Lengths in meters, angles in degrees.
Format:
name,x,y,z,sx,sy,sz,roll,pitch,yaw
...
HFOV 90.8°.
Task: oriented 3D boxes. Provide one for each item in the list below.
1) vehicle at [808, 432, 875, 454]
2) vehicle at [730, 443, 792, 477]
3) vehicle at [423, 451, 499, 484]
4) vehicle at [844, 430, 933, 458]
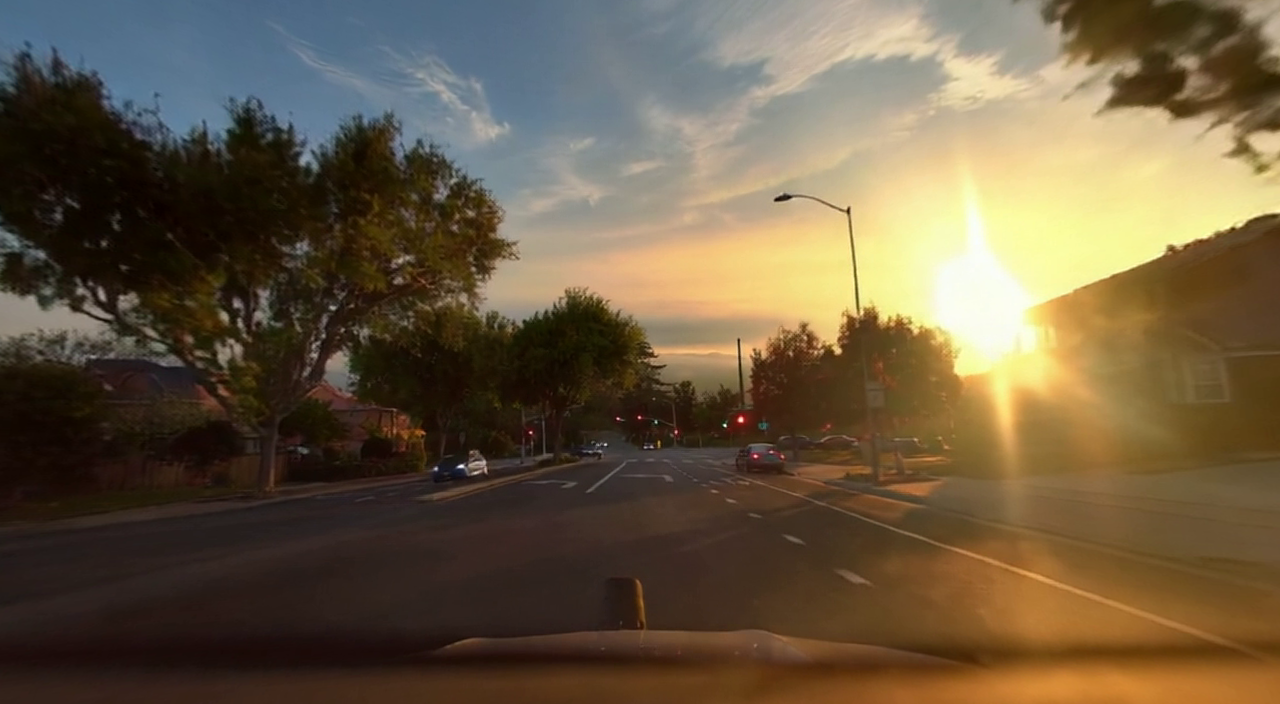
name,x,y,z,sx,sy,sz,roll,pitch,yaw
vehicle,14.531,6.592,45.737,4.210,1.474,1.799,-1,-8,2
vehicle,5.470,4.929,29.177,1.917,1.440,4.335,0,-9,-1
vehicle,-8.720,5.657,31.291,2.067,1.491,4.807,-1,-9,4
vehicle,13.663,5.062,34.937,4.164,1.470,1.921,0,-7,3
